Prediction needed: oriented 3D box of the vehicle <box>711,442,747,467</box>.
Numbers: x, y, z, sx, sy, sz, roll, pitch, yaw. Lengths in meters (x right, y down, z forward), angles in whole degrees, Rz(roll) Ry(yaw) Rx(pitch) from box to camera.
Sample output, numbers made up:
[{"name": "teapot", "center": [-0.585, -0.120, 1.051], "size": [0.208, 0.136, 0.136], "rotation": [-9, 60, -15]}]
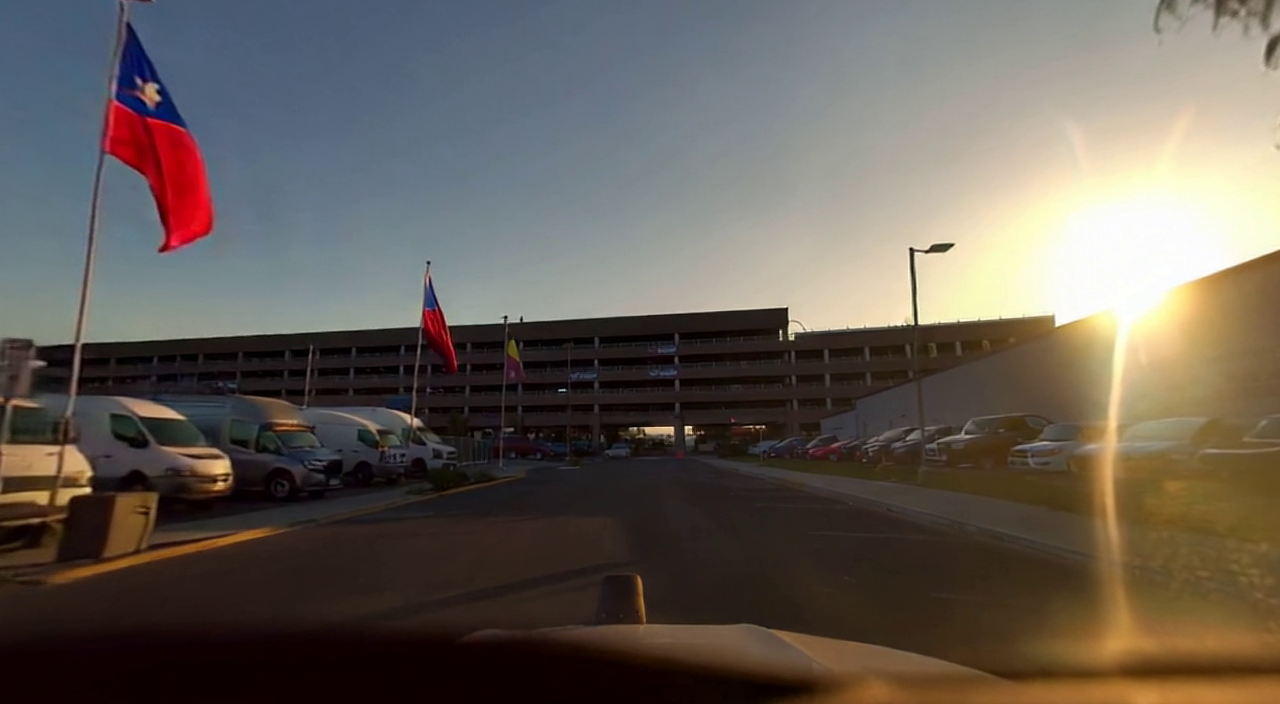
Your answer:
[{"name": "vehicle", "center": [6.299, 7.283, 45.139], "size": [2.026, 1.659, 4.314], "rotation": [0, -8, 2]}]

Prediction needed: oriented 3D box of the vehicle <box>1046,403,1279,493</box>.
[{"name": "vehicle", "center": [12.178, 2.175, 14.478], "size": [5.427, 1.722, 2.235], "rotation": [4, -9, -27]}]

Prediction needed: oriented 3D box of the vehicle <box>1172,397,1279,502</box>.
[{"name": "vehicle", "center": [12.342, 1.742, 11.477], "size": [4.766, 1.676, 2.167], "rotation": [4, -9, -26]}]

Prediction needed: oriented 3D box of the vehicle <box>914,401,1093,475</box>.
[{"name": "vehicle", "center": [12.283, 2.901, 21.249], "size": [6.017, 2.202, 2.328], "rotation": [4, -10, -29]}]
